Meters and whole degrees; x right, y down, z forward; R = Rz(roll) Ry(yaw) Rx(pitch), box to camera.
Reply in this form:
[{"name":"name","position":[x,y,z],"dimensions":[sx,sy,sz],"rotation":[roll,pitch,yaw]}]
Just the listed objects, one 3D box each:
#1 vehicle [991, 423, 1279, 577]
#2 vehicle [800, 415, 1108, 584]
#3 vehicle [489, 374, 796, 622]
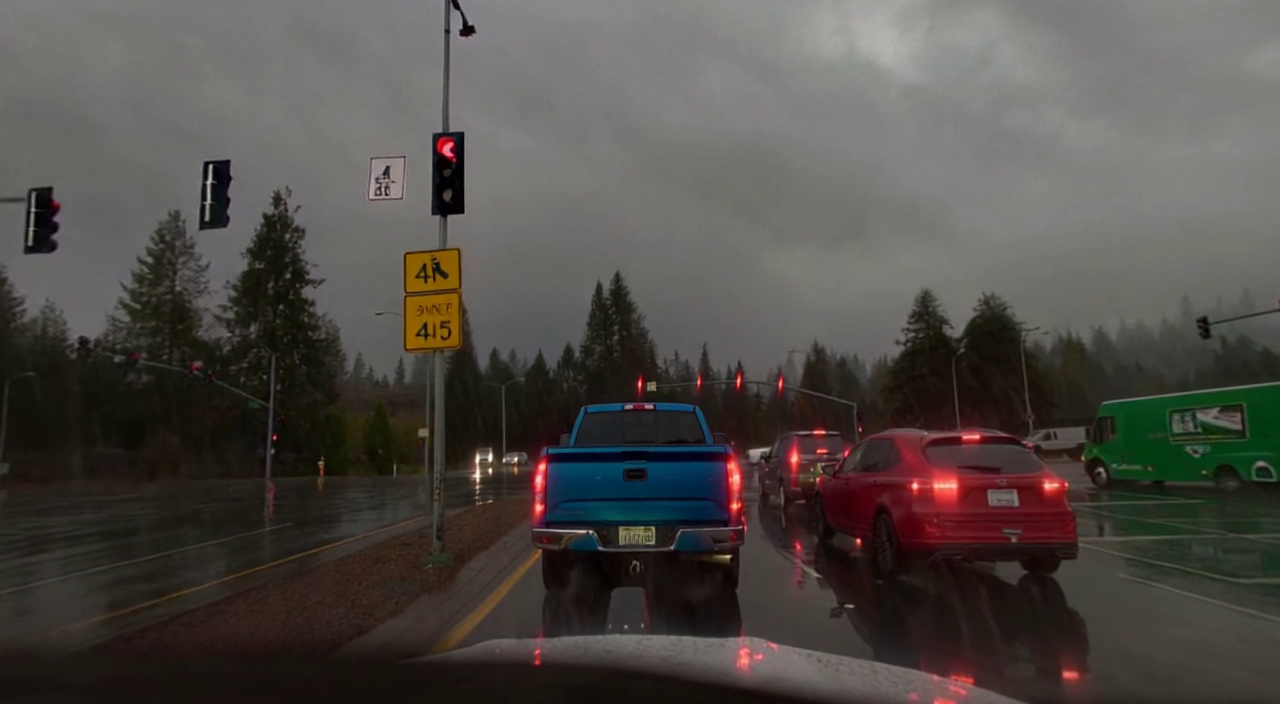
[{"name":"vehicle","position":[6.827,1.743,8.263],"dimensions":[1.973,1.470,4.228],"rotation":[0,-8,0]},{"name":"vehicle","position":[3.573,1.731,8.201],"dimensions":[1.981,1.616,4.006],"rotation":[0,-8,1]},{"name":"vehicle","position":[0.044,1.474,7.356],"dimensions":[2.326,1.880,4.964],"rotation":[0,-8,1]}]
